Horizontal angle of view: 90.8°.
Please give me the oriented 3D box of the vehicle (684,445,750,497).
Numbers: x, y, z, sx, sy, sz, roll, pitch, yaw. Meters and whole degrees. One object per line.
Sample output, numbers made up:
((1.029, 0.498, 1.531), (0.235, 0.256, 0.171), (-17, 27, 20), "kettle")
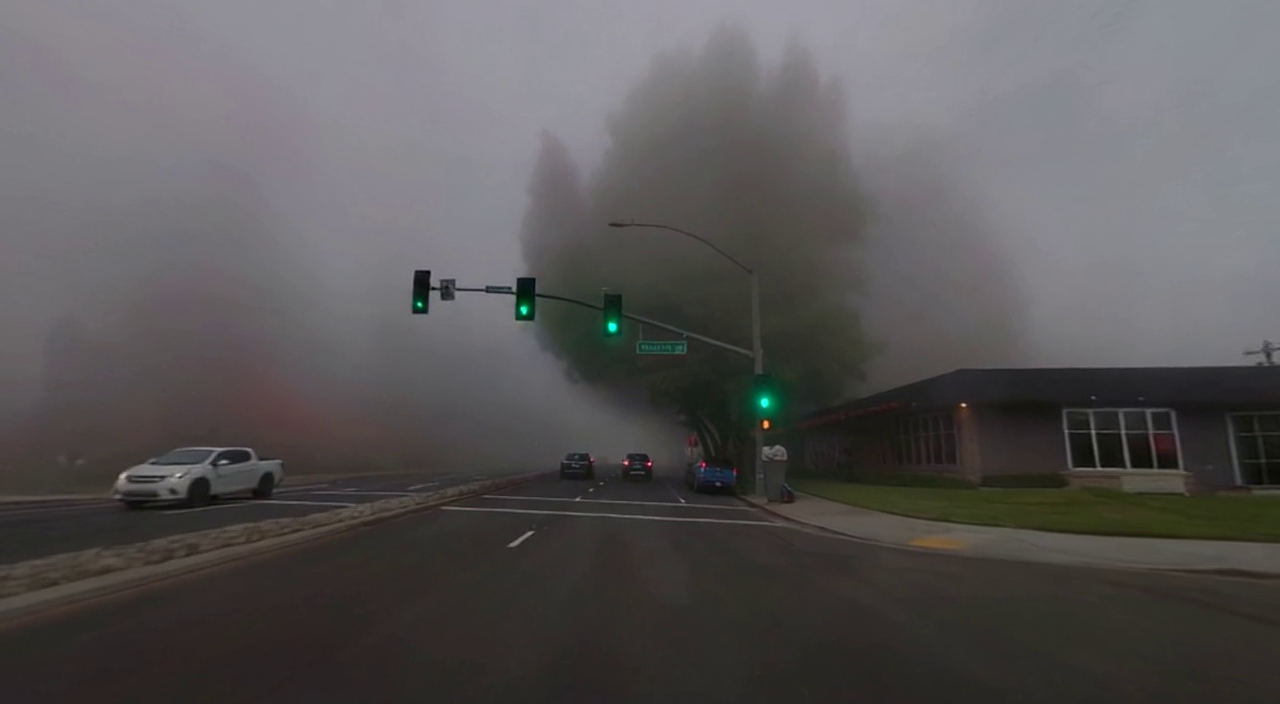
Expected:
((2.999, 4.752, 25.696), (2.175, 1.850, 5.118), (0, -9, 2), "vehicle")

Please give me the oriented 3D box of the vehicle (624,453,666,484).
((0.297, 6.128, 33.549), (2.085, 1.475, 3.976), (0, -9, 2), "vehicle")

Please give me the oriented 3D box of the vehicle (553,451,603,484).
((-2.976, 5.636, 31.142), (1.921, 1.477, 4.083), (0, -9, 2), "vehicle")

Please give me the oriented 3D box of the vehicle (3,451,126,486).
((-29.255, 5.909, 32.376), (1.907, 1.665, 4.640), (0, -9, 0), "vehicle")

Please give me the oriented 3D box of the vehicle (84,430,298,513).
((-12.122, 3.254, 17.656), (2.260, 1.921, 4.902), (1, -9, 1), "vehicle")
